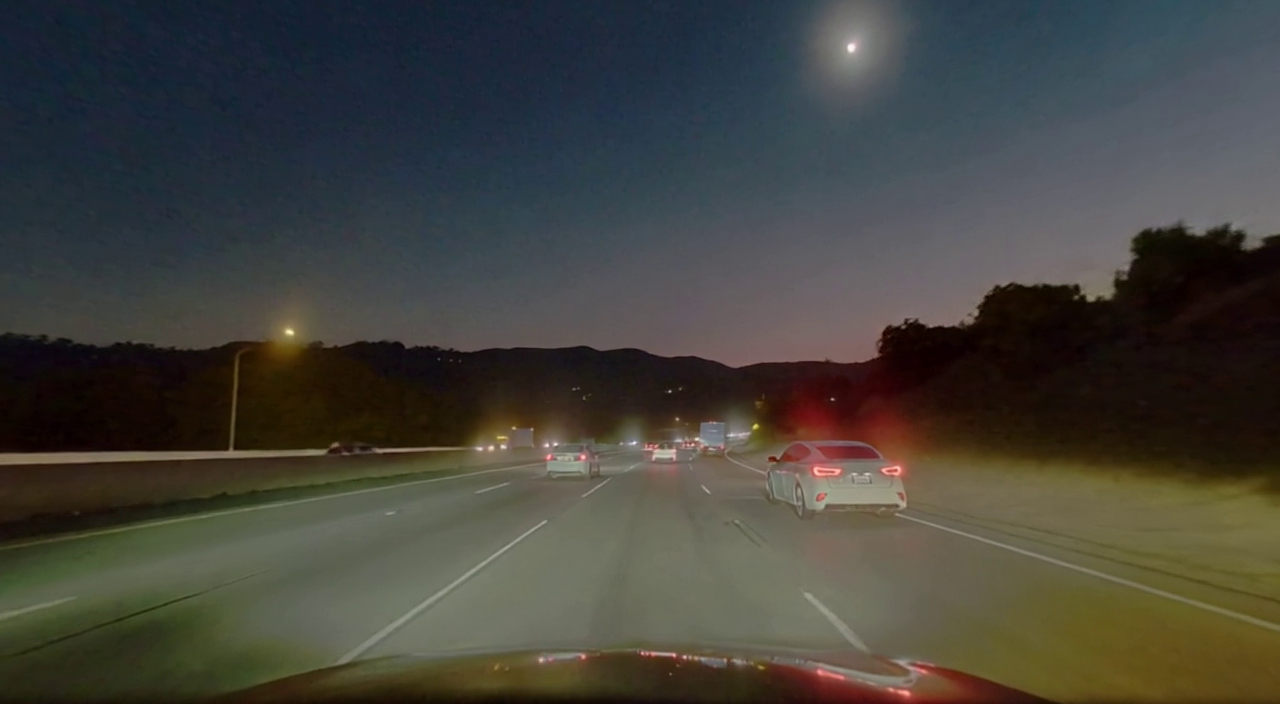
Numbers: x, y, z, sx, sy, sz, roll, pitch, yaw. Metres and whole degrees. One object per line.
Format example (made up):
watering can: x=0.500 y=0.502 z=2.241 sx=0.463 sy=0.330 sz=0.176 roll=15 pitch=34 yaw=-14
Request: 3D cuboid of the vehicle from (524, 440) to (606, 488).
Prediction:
vehicle: x=-2.491 y=3.896 z=22.292 sx=2.031 sy=1.491 sz=4.792 roll=-1 pitch=-8 yaw=3

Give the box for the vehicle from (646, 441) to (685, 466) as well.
vehicle: x=1.586 y=6.184 z=38.526 sx=2.202 sy=1.467 sz=3.929 roll=-1 pitch=-8 yaw=3

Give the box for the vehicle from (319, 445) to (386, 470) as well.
vehicle: x=-18.858 y=6.923 z=41.639 sx=1.974 sy=1.513 sz=4.705 roll=-1 pitch=-8 yaw=4

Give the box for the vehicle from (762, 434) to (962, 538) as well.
vehicle: x=3.613 y=2.251 z=11.266 sx=2.013 sy=1.464 sz=4.317 roll=0 pitch=-8 yaw=0
